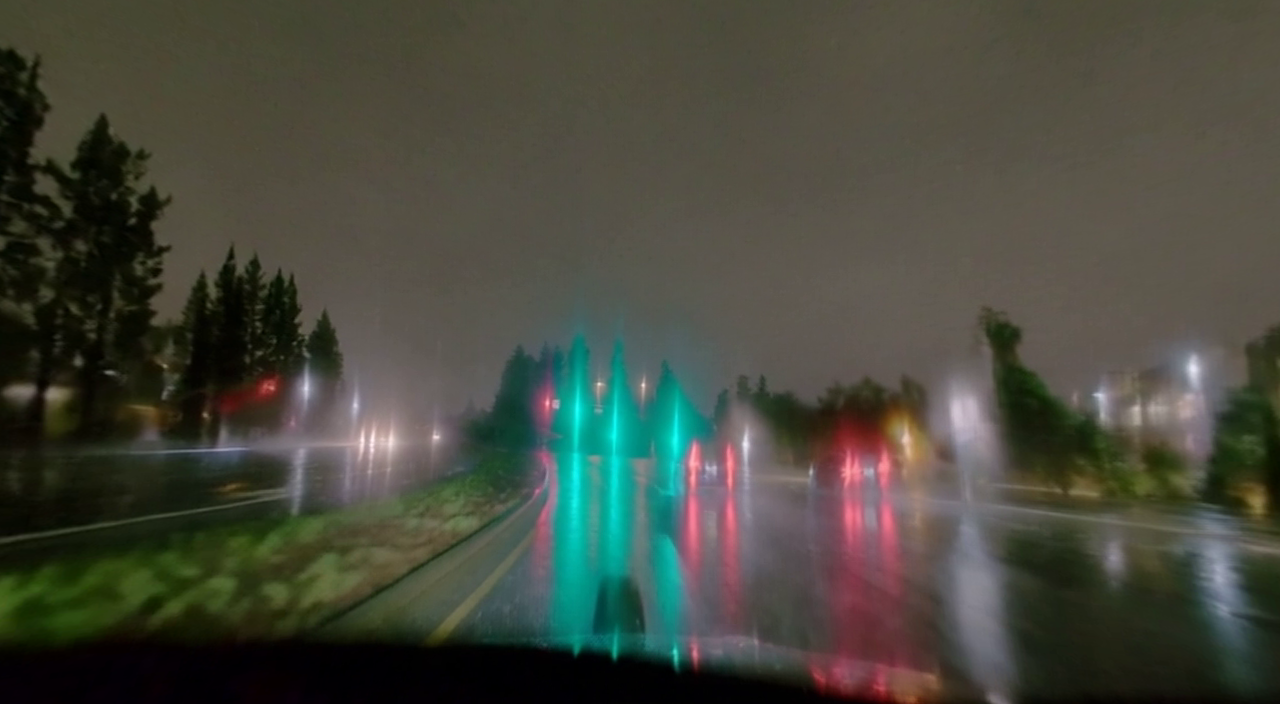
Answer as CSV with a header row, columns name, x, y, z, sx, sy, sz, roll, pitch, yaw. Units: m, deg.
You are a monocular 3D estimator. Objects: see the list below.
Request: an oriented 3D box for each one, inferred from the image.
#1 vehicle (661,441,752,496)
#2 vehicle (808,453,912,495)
name,x,y,z,sx,sy,sz,roll,pitch,yaw
vehicle,2.092,3.856,21.356,2.122,1.646,4.525,1,-9,-6
vehicle,8.494,4.732,24.937,1.940,1.460,4.652,1,-9,-7
